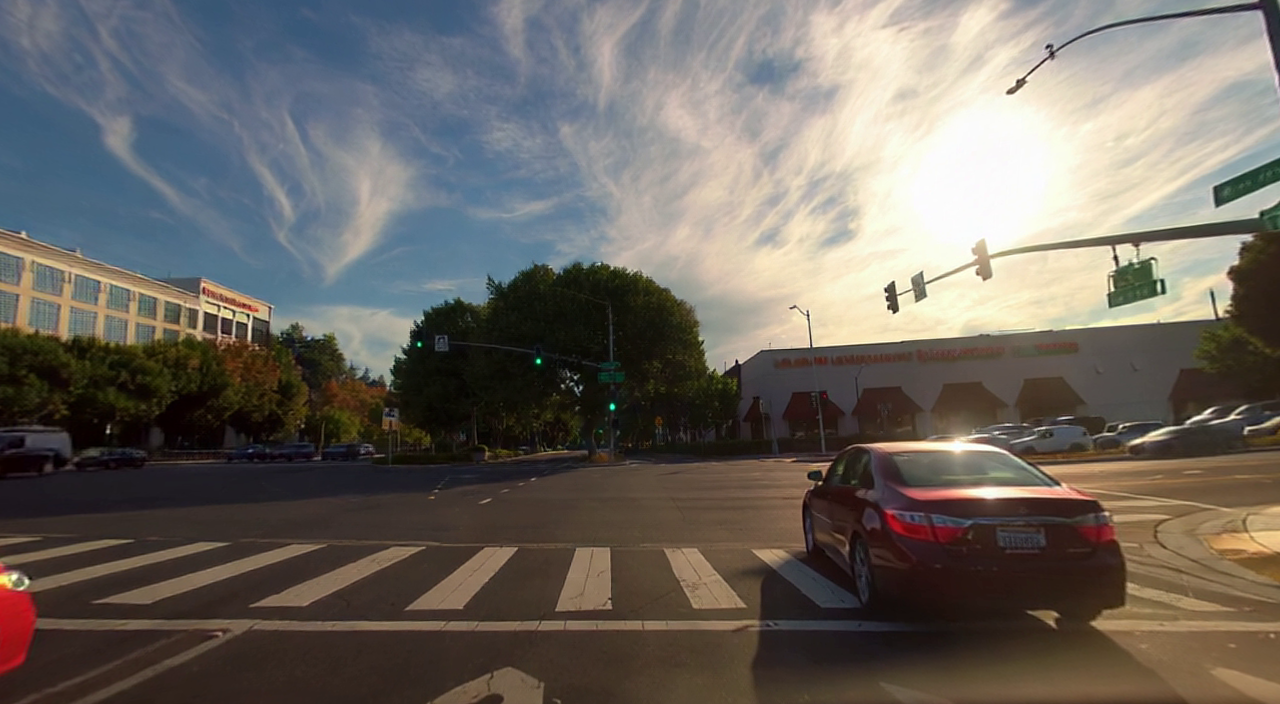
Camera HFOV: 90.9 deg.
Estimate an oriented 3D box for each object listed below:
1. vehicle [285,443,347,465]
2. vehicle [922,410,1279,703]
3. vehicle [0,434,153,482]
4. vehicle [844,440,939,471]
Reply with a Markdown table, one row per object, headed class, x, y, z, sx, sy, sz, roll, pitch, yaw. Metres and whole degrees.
| class | x | y | z | sx | sy | sz | roll | pitch | yaw |
| --- | --- | --- | --- | --- | --- | --- | --- | --- | --- |
| vehicle | -23.867 | 7.536 | 46.689 | 2.201 | 1.483 | 4.656 | 0 | -8 | -1 |
| vehicle | 4.035 | 1.186 | 4.127 | 1.940 | 1.487 | 4.562 | 1 | -8 | -5 |
| vehicle | -22.810 | 4.262 | 25.745 | 2.111 | 1.742 | 4.757 | 0 | -8 | -3 |
| vehicle | 13.032 | 5.302 | 32.556 | 4.703 | 1.492 | 1.930 | 4 | -10 | -29 |
